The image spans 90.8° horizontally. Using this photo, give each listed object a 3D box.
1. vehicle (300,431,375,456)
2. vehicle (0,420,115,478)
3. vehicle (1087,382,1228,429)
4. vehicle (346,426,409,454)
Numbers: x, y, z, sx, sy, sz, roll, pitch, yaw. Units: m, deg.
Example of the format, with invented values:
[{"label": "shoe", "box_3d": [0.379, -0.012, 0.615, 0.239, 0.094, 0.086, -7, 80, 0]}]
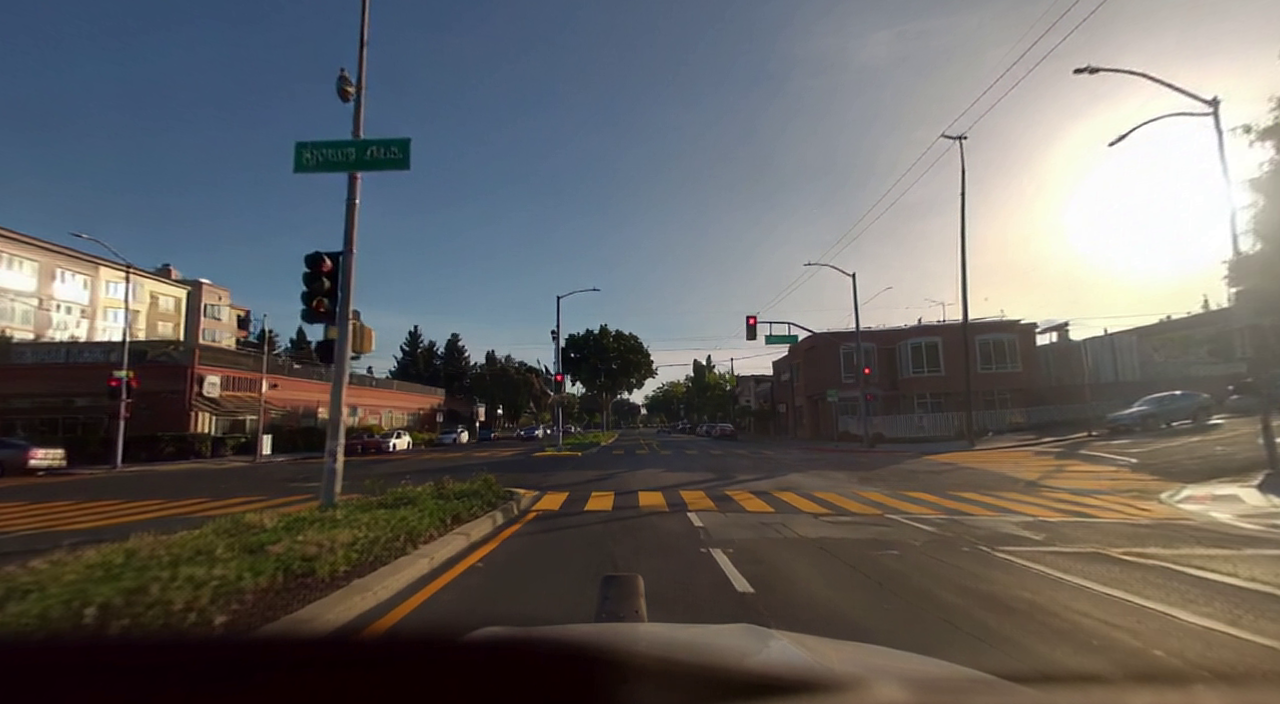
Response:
[{"label": "vehicle", "box_3d": [-18.209, 5.569, 38.346, 1.939, 1.430, 5.533, 0, -9, -2]}, {"label": "vehicle", "box_3d": [-25.916, 4.084, 26.704, 5.229, 2.299, 2.366, 0, -8, 1]}, {"label": "vehicle", "box_3d": [22.252, 2.277, 27.259, 4.531, 1.753, 1.964, -2, -2, -5]}, {"label": "vehicle", "box_3d": [-18.433, 6.258, 44.694, 2.225, 1.871, 5.189, 0, -9, 0]}]
